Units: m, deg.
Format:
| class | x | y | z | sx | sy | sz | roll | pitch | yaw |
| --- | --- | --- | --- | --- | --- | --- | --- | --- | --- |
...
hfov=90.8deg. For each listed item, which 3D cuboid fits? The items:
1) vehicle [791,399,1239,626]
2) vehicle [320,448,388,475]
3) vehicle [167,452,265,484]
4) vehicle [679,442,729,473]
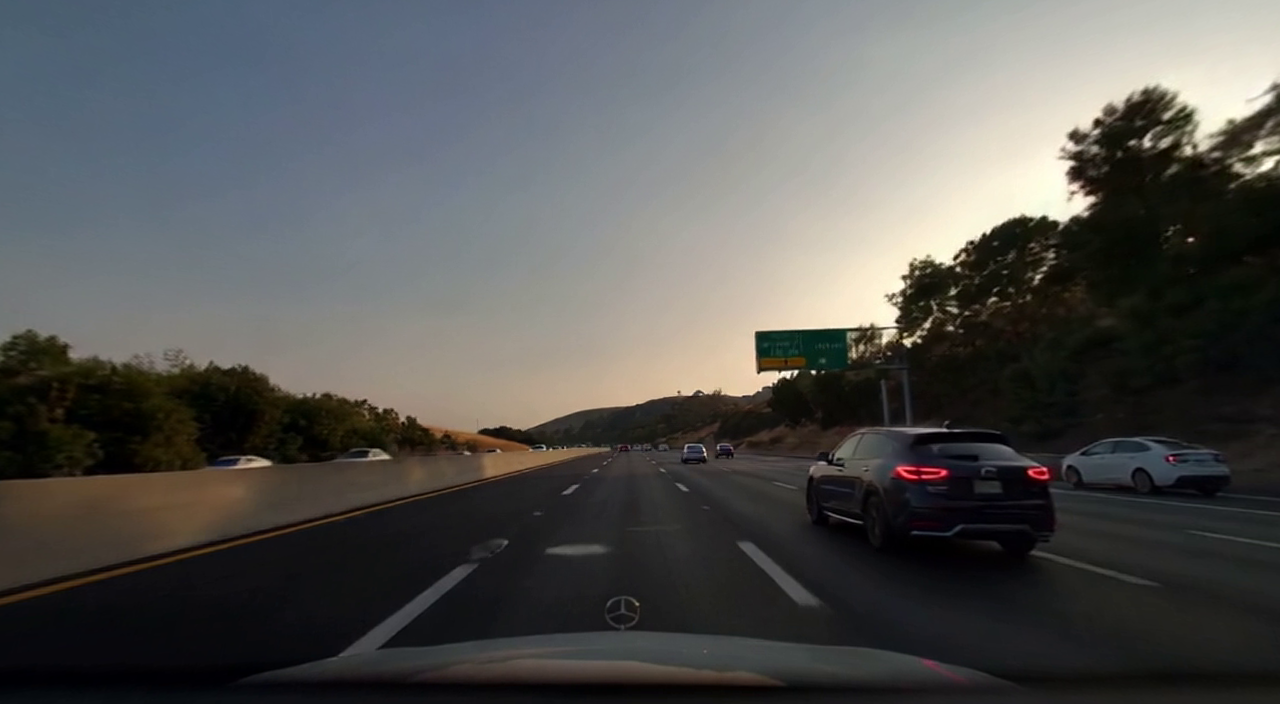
| class | x | y | z | sx | sy | sz | roll | pitch | yaw |
| --- | --- | --- | --- | --- | --- | --- | --- | --- | --- |
| vehicle | 3.242 | 1.486 | 6.876 | 1.977 | 1.601 | 4.598 | 0 | -9 | -1 |
| vehicle | -15.059 | 5.771 | 33.512 | 1.861 | 1.296 | 3.759 | 0 | -8 | 0 |
| vehicle | -22.002 | 6.023 | 33.078 | 1.931 | 1.483 | 4.605 | 0 | -9 | 0 |
| vehicle | 3.190 | 5.395 | 32.511 | 2.038 | 1.477 | 4.313 | 0 | -9 | -1 |
